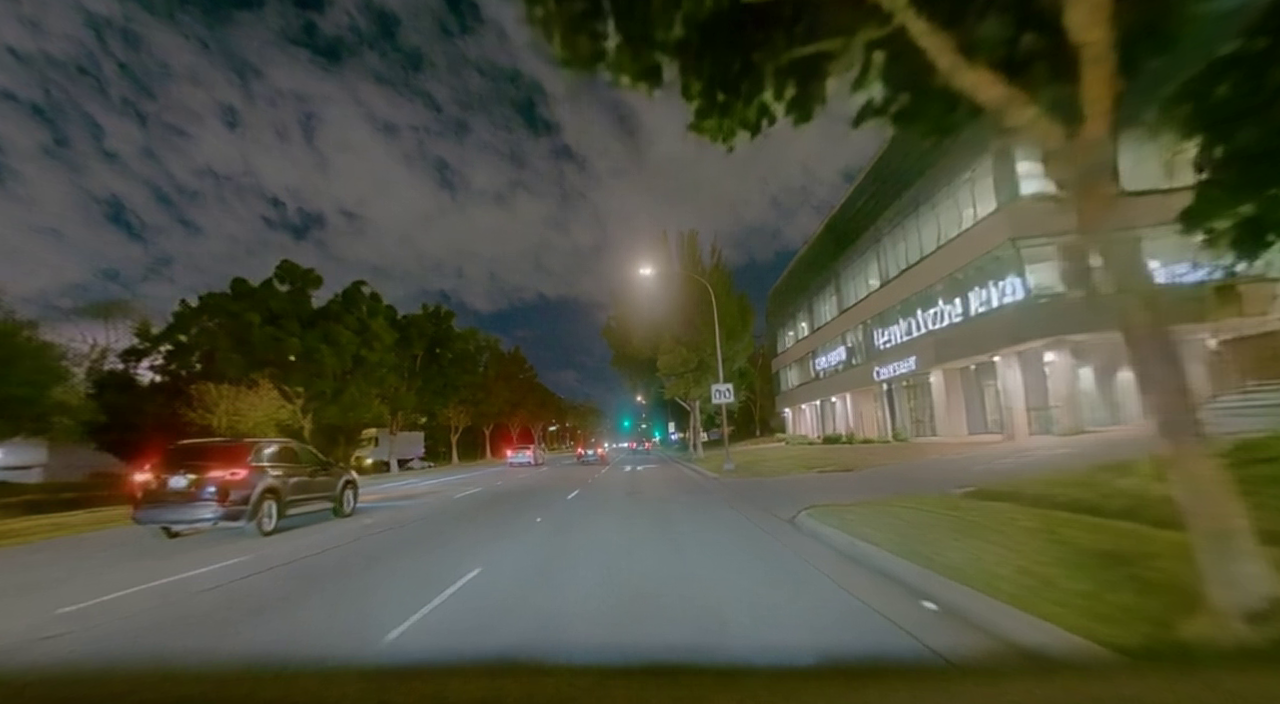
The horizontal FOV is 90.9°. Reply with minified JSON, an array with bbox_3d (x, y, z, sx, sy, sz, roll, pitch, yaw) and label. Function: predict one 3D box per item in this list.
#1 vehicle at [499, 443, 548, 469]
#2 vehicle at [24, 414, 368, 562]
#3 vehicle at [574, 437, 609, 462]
[{"bbox_3d":[-6.821,6.124,37.386,2.072,1.427,4.328,0,-9,0],"label":"vehicle"},{"bbox_3d":[-6.680,2.090,10.458,2.137,1.835,4.844,0,-9,0],"label":"vehicle"},{"bbox_3d":[-3.273,6.687,43.220,2.100,1.661,3.837,0,-9,1],"label":"vehicle"}]
